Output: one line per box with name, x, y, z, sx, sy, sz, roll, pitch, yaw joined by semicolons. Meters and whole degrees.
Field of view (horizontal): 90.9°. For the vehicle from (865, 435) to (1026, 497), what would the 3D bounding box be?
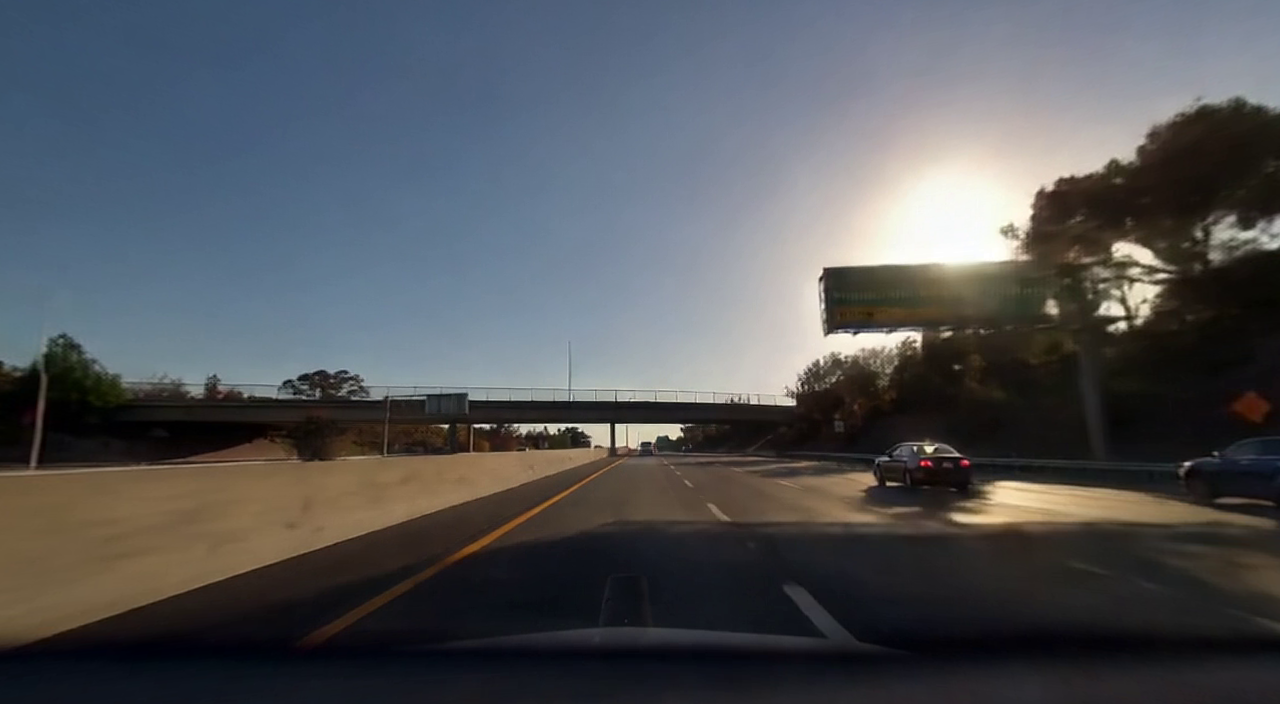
vehicle;8.429;3.177;18.048;2.093;1.525;4.865;0;-8;-1
